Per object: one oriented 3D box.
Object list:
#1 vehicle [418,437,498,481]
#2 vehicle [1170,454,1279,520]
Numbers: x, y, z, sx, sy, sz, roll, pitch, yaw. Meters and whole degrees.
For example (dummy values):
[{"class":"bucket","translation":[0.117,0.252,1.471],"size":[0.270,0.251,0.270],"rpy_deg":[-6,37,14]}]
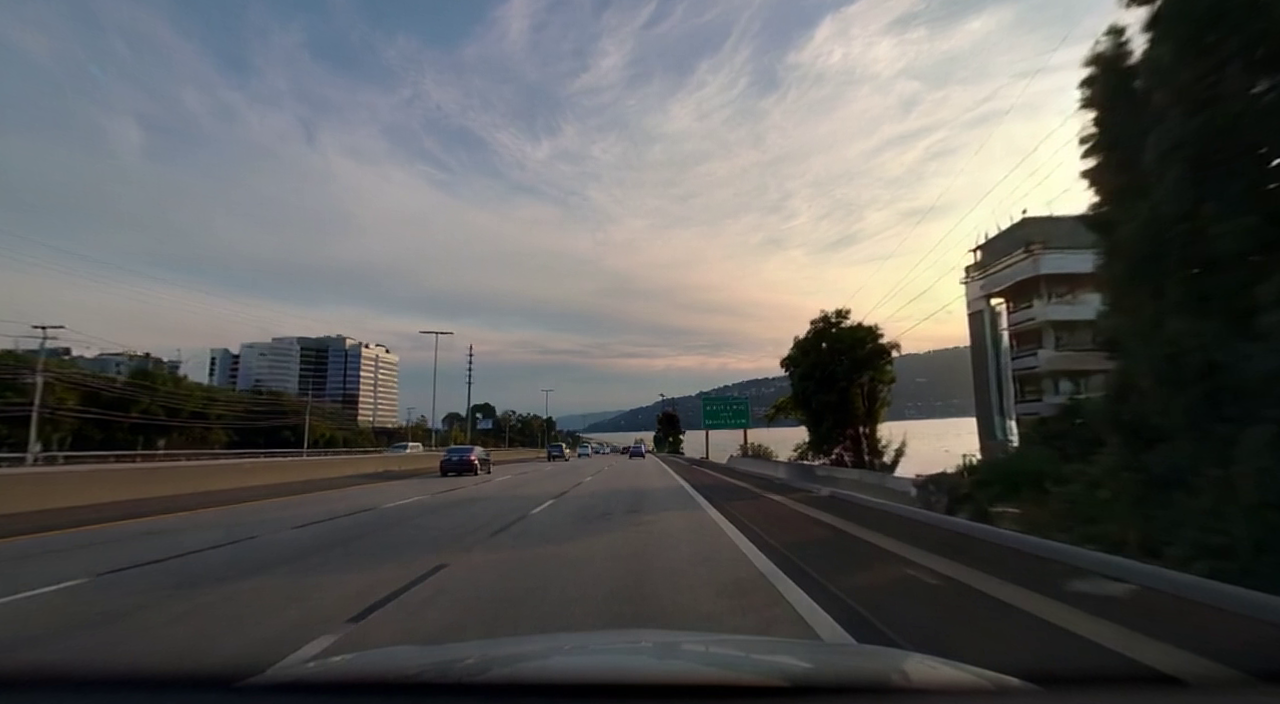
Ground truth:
[{"class":"vehicle","translation":[-7.179,4.237,25.282],"size":[1.946,1.590,4.042],"rpy_deg":[0,-9,1]},{"class":"vehicle","translation":[19.980,4.183,19.782],"size":[4.533,1.883,2.245],"rpy_deg":[-1,-9,4]}]
